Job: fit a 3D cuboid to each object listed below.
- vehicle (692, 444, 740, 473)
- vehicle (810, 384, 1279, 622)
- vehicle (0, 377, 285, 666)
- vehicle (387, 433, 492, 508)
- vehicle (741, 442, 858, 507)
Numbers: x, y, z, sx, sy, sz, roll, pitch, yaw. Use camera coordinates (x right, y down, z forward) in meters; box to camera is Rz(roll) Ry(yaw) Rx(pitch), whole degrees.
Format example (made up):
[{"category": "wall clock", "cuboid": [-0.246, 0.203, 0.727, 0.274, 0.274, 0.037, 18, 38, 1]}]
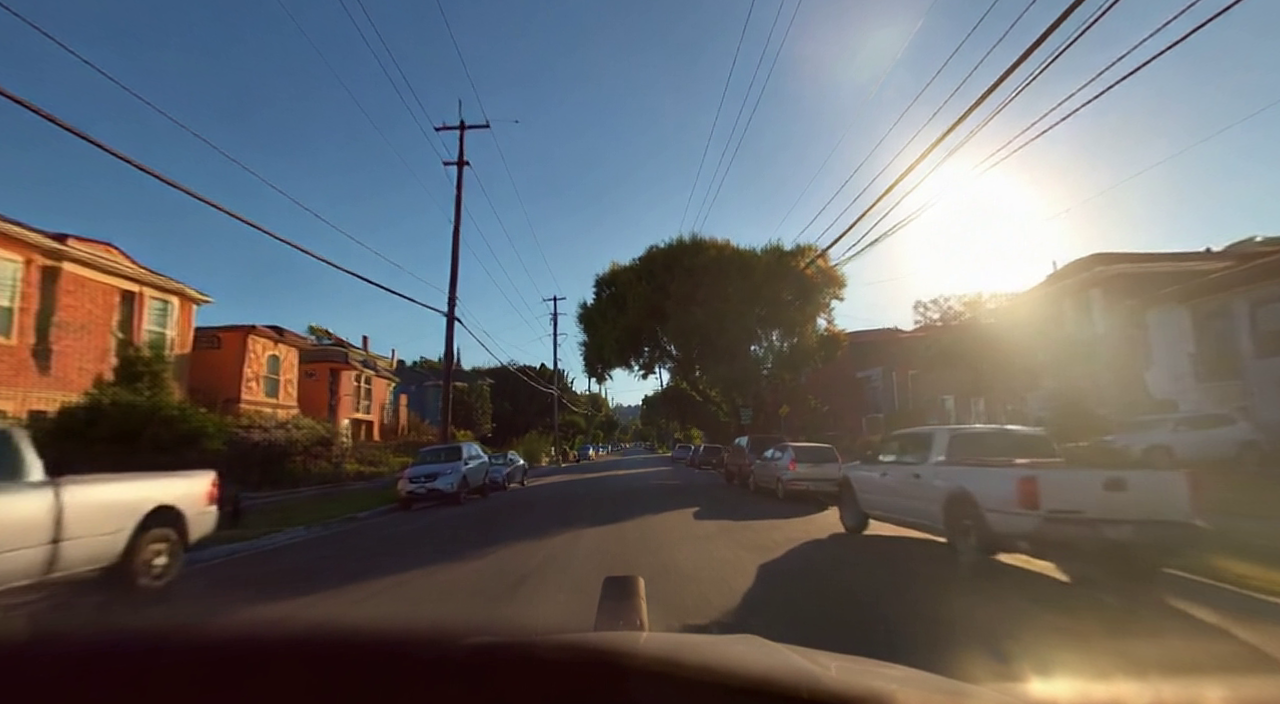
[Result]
[{"category": "vehicle", "cuboid": [4.096, 5.821, 34.722, 1.930, 1.470, 4.738, 0, -9, -1]}, {"category": "vehicle", "cuboid": [4.116, 1.604, 7.806, 2.279, 1.848, 5.577, 1, -9, -2]}, {"category": "vehicle", "cuboid": [-5.402, 1.241, 4.699, 2.285, 1.895, 5.883, -2, -8, -2]}, {"category": "vehicle", "cuboid": [-5.746, 3.388, 18.724, 2.046, 1.825, 4.627, -2, -8, -6]}, {"category": "vehicle", "cuboid": [3.930, 3.083, 16.380, 1.804, 1.422, 4.497, 0, -9, -1]}]
